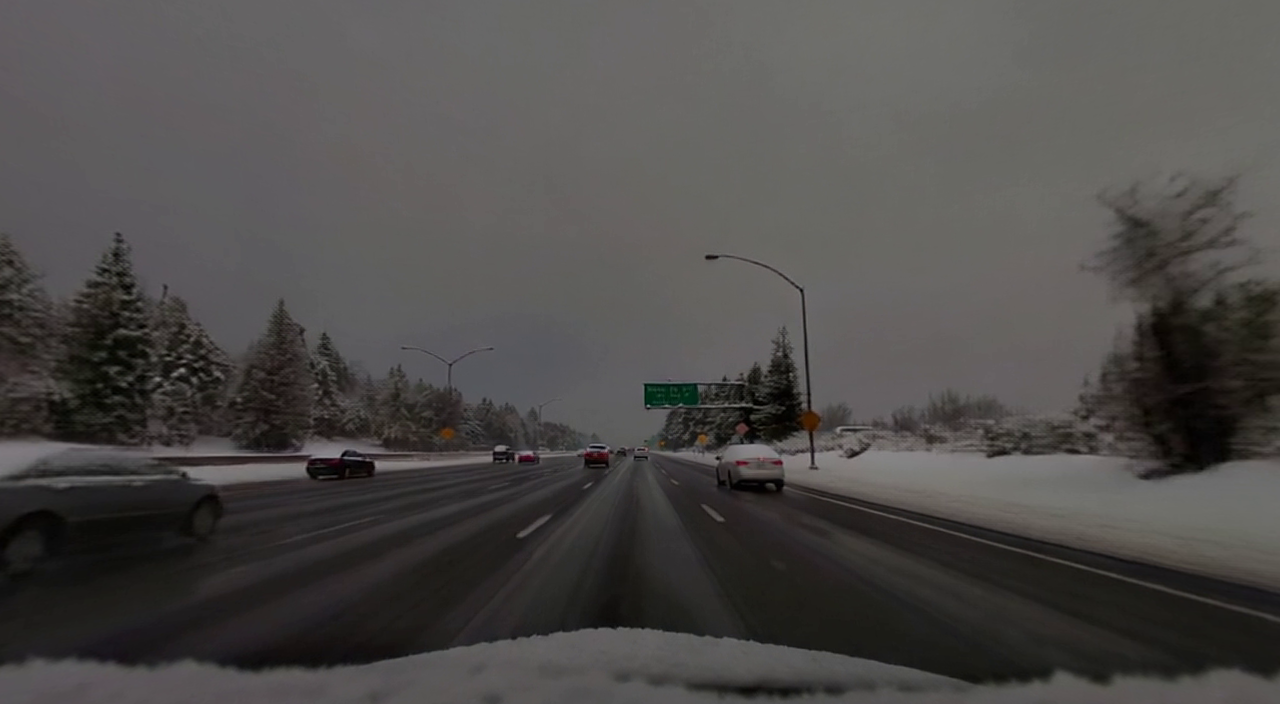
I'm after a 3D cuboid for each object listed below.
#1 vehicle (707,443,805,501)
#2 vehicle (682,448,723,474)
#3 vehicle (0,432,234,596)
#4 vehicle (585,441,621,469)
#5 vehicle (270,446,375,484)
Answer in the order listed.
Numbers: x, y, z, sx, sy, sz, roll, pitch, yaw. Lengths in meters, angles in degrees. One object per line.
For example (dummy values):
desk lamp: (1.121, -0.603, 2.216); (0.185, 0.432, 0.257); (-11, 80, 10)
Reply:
vehicle: (3.384, 3.596, 19.321); (2.126, 1.529, 4.438); (0, -9, 0)
vehicle: (3.697, 6.531, 38.026); (1.929, 1.485, 4.482); (0, -9, -1)
vehicle: (-7.046, 1.689, 6.964); (1.977, 1.529, 4.616); (0, -9, 1)
vehicle: (-2.738, 7.833, 48.055); (2.449, 1.929, 5.503); (0, -9, 0)
vehicle: (-13.845, 4.934, 27.894); (1.959, 1.520, 5.068); (0, -9, 1)
